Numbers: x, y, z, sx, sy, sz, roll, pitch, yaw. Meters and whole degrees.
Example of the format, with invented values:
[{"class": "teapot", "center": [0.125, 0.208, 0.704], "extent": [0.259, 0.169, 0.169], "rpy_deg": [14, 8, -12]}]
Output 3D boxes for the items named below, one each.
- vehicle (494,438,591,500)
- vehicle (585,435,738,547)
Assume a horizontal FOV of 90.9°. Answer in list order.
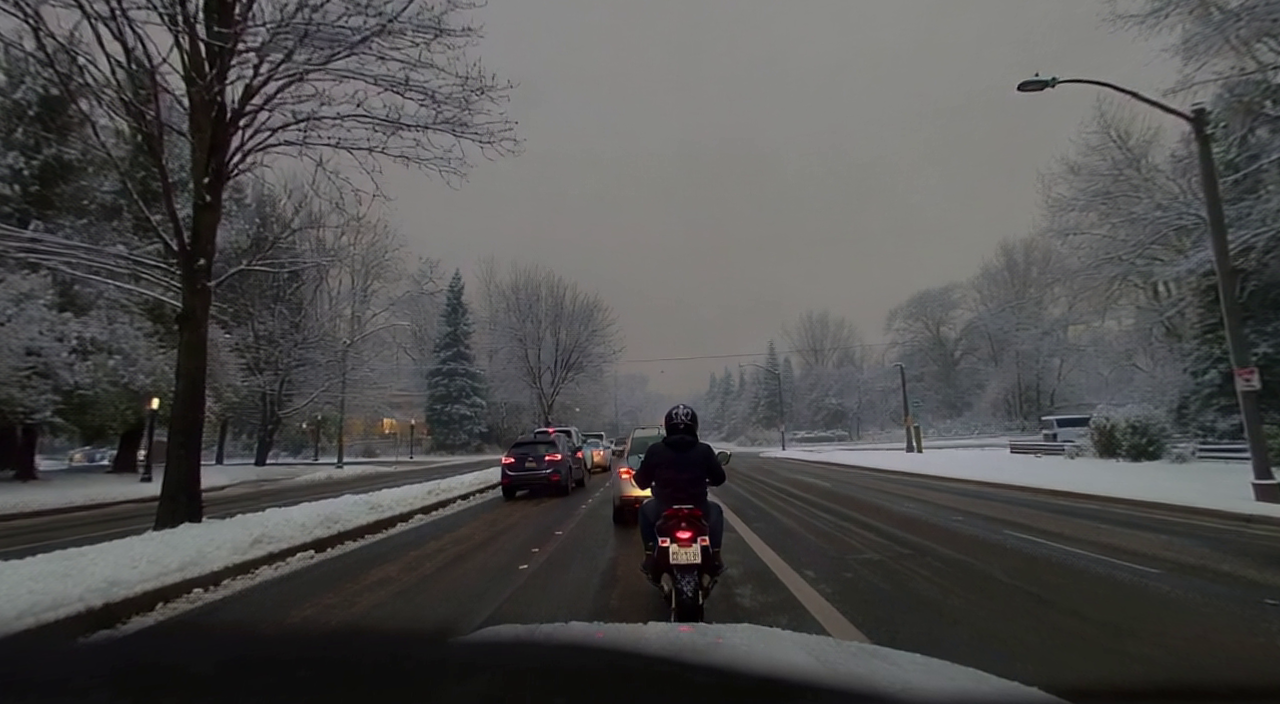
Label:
[{"class": "vehicle", "center": [-2.556, 3.176, 17.501], "extent": [1.979, 1.499, 3.840], "rpy_deg": [-1, -8, 2]}, {"class": "vehicle", "center": [0.330, 2.175, 10.680], "extent": [2.009, 1.450, 4.608], "rpy_deg": [-1, -8, 1]}]
